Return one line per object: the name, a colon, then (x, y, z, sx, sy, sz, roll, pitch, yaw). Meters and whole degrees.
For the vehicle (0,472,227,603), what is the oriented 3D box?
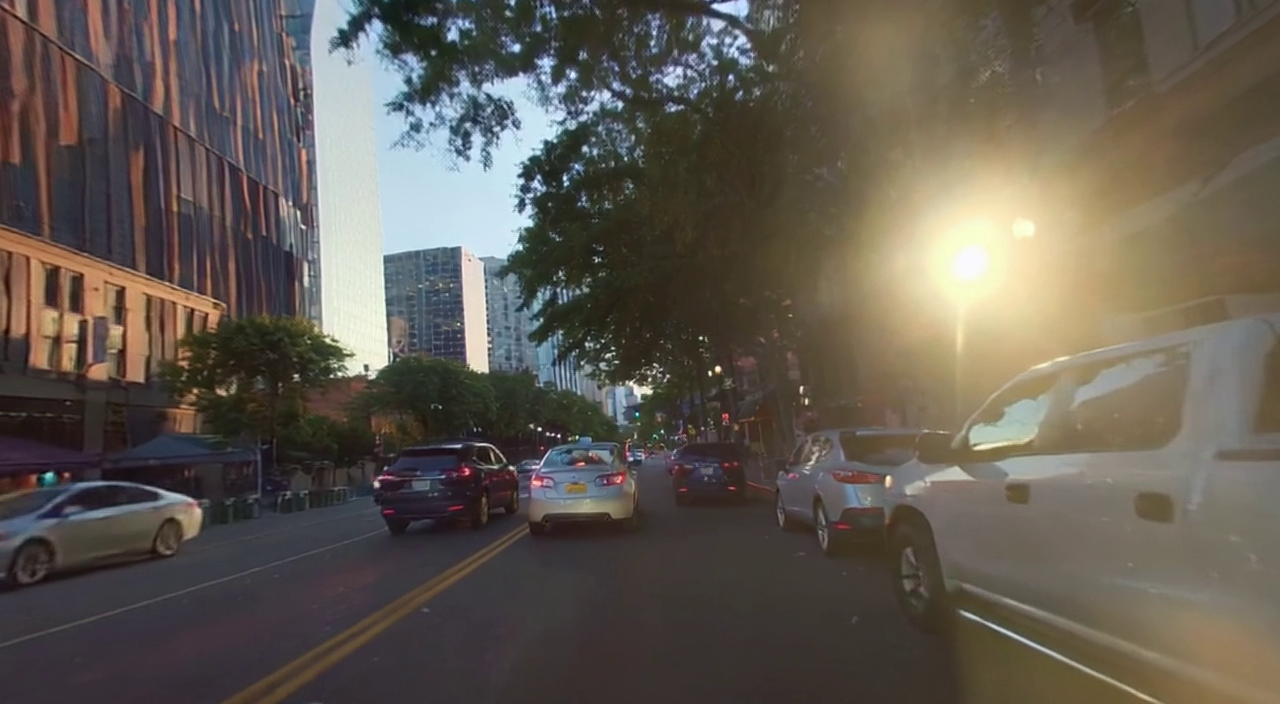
vehicle: (-9.281, 2.805, 10.282, 1.976, 1.475, 4.684, 0, -8, -1)

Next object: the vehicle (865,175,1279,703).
vehicle: (2.972, 0.613, 2.413, 2.225, 2.070, 5.264, 0, -8, -1)

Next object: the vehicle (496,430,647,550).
vehicle: (-0.939, 2.241, 10.940, 2.076, 1.667, 3.948, 0, -8, 1)

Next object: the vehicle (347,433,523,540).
vehicle: (-3.941, 2.640, 13.184, 2.000, 1.818, 4.668, 0, -8, 2)

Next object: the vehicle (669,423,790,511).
vehicle: (2.559, 2.963, 16.873, 2.352, 1.953, 4.798, -3, -9, 18)
